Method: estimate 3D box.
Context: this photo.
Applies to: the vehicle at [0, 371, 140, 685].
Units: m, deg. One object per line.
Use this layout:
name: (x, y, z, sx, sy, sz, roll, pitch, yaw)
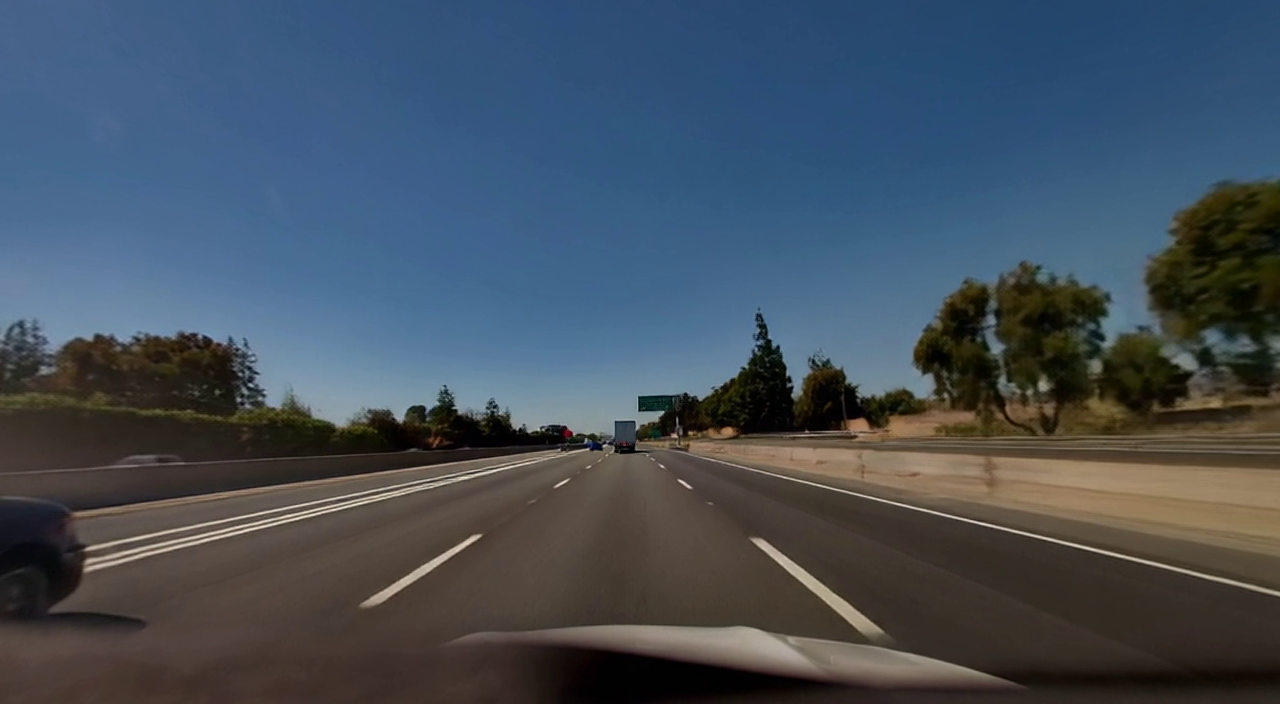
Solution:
vehicle: (-4.448, 0.735, 1.865, 2.123, 1.655, 4.688, 0, -8, -1)
